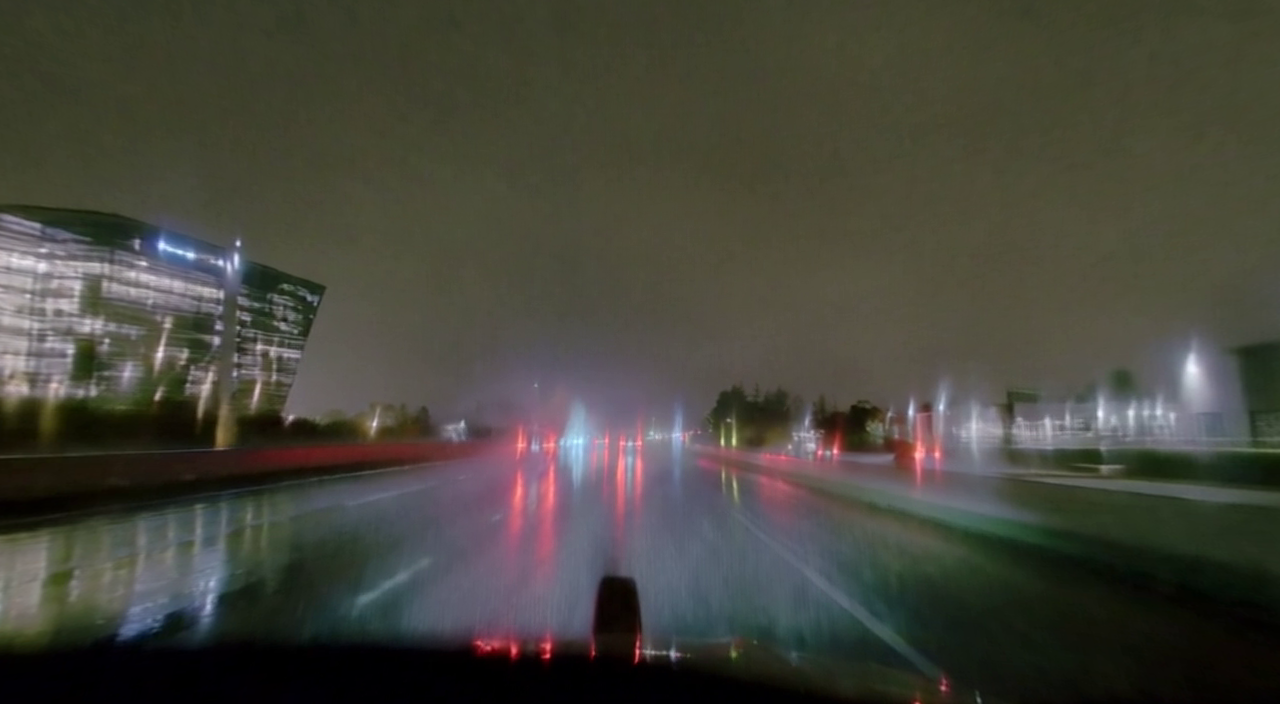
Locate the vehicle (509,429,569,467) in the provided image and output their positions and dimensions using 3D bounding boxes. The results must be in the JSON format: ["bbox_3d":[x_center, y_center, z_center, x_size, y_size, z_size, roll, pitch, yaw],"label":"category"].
[{"bbox_3d":[-4.572,4.415,29.111,2.036,1.612,4.510,0,-8,0],"label":"vehicle"}]
